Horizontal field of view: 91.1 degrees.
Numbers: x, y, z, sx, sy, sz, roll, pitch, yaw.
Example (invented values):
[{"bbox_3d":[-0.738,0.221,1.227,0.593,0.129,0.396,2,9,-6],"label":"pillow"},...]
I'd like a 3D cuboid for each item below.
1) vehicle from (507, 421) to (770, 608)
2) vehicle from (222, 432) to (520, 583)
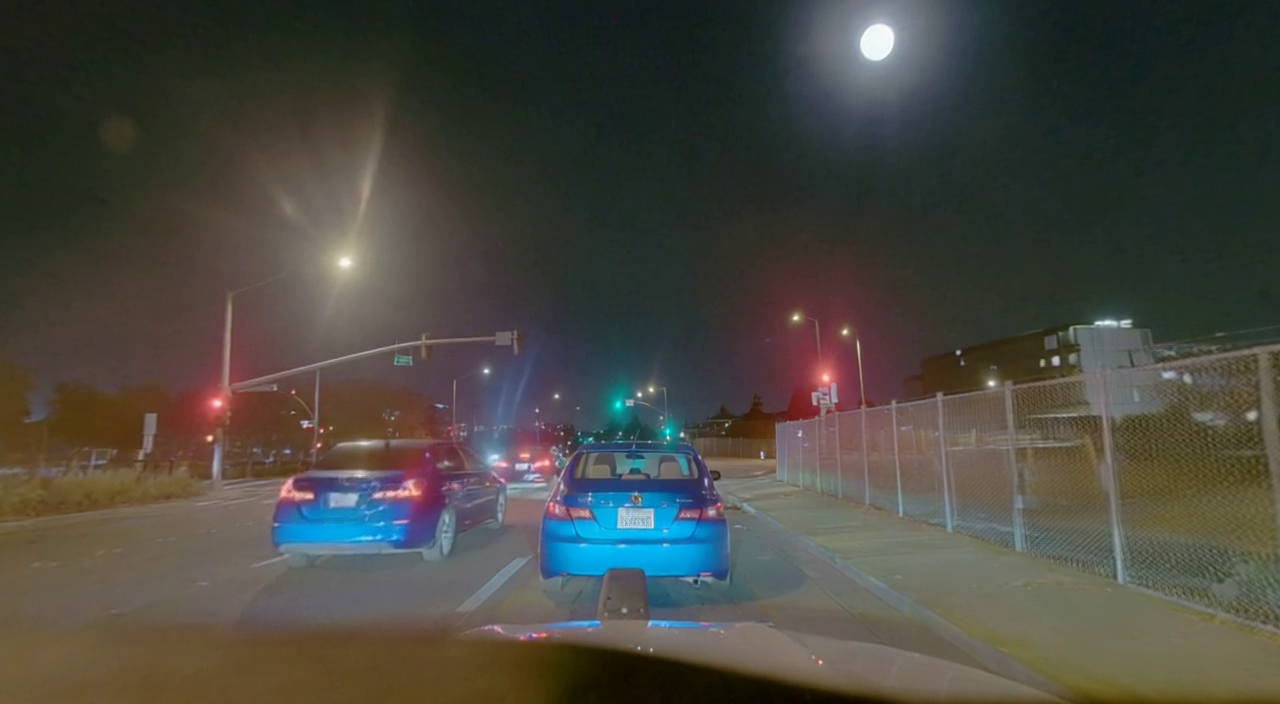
[{"bbox_3d":[-0.019,1.643,7.245,2.144,1.514,4.063,0,-9,0],"label":"vehicle"},{"bbox_3d":[-3.144,1.904,8.627,1.971,1.488,4.581,0,-9,1],"label":"vehicle"}]
